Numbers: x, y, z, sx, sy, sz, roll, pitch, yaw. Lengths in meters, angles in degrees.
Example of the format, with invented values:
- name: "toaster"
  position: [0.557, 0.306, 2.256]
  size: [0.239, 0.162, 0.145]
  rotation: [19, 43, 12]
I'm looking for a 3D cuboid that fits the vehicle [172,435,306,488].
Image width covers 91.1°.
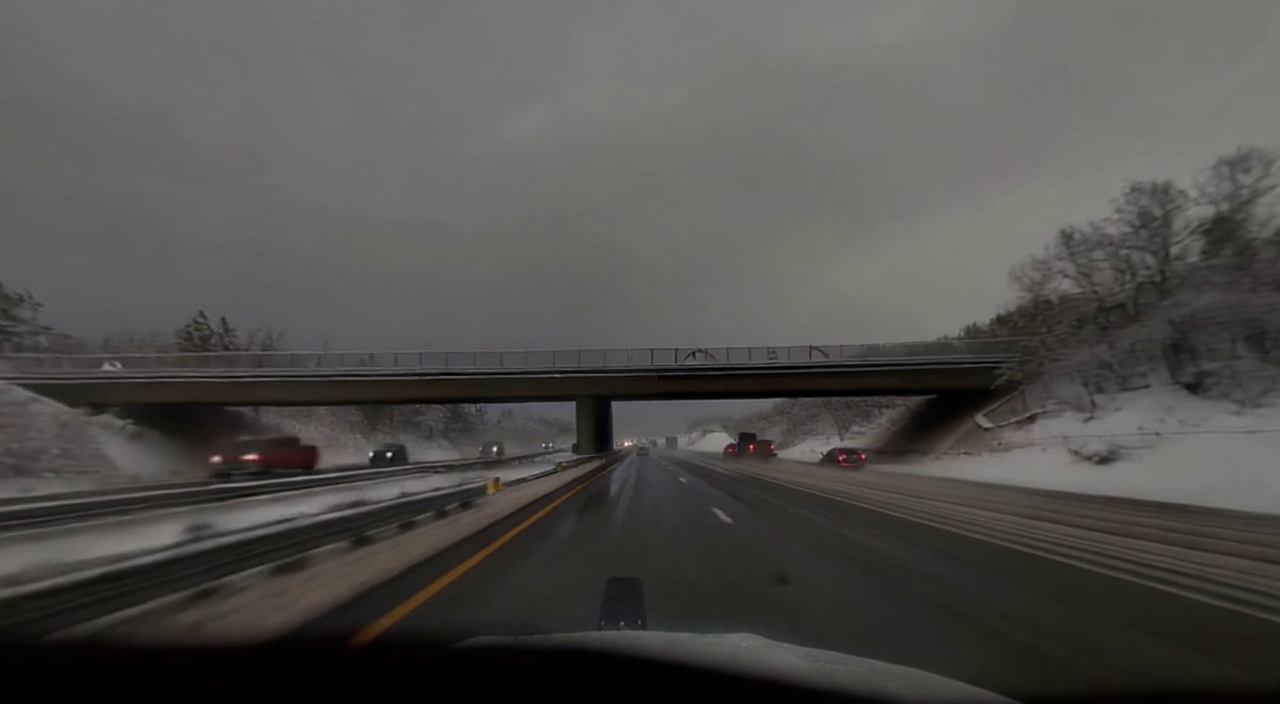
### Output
- name: "vehicle"
  position: [-17.453, 4.776, 27.790]
  size: [2.281, 2.090, 5.409]
  rotation: [0, -8, 1]

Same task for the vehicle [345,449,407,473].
- name: "vehicle"
  position: [-16.967, 7.008, 40.578]
  size: [1.953, 1.455, 4.538]
  rotation: [0, -8, 1]

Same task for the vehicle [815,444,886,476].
- name: "vehicle"
  position: [10.335, 5.304, 31.151]
  size: [1.927, 1.472, 4.076]
  rotation: [0, -8, -2]
